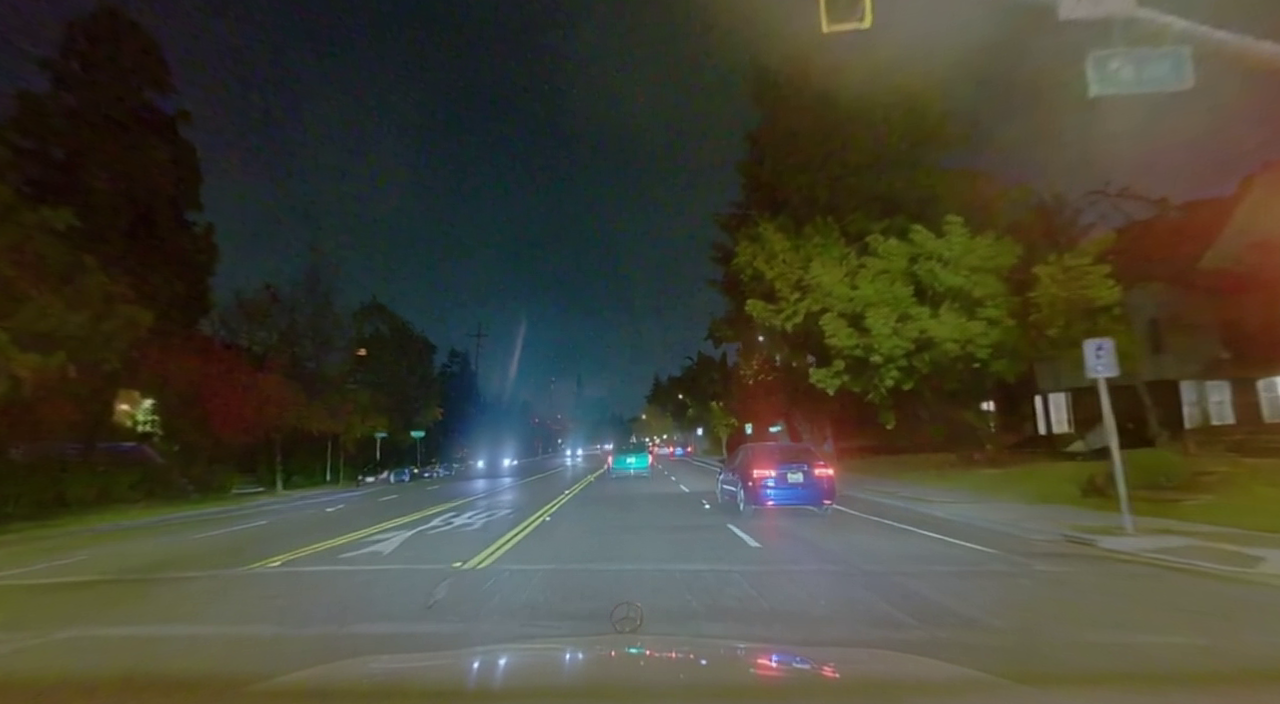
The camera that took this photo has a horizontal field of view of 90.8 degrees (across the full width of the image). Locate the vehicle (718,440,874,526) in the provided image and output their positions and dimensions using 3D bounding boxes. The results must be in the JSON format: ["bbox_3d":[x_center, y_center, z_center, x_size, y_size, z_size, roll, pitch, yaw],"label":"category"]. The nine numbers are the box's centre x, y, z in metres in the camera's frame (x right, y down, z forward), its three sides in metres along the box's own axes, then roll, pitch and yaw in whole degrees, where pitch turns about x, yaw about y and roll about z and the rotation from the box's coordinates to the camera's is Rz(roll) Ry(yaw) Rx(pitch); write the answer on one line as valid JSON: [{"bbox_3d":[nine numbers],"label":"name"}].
[{"bbox_3d":[2.950,2.568,13.063,1.973,1.447,4.402,0,-8,-2],"label":"vehicle"}]

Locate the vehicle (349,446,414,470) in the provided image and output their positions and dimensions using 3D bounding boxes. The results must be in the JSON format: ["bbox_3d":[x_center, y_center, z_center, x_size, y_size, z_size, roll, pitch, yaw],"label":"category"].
[{"bbox_3d":[-19.631,8.058,48.073,4.133,1.737,1.862,0,-9,2],"label":"vehicle"}]

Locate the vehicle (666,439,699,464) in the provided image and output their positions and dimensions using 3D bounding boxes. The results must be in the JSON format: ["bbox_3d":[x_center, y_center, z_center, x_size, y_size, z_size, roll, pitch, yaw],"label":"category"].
[{"bbox_3d":[3.281,7.841,49.974,2.187,1.847,4.553,0,-8,-2],"label":"vehicle"}]

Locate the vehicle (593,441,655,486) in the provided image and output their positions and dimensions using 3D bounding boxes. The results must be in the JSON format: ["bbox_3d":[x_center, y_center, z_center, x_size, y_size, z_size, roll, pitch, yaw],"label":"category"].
[{"bbox_3d":[-0.584,4.114,23.667,2.114,1.483,4.207,0,-8,-1],"label":"vehicle"}]
